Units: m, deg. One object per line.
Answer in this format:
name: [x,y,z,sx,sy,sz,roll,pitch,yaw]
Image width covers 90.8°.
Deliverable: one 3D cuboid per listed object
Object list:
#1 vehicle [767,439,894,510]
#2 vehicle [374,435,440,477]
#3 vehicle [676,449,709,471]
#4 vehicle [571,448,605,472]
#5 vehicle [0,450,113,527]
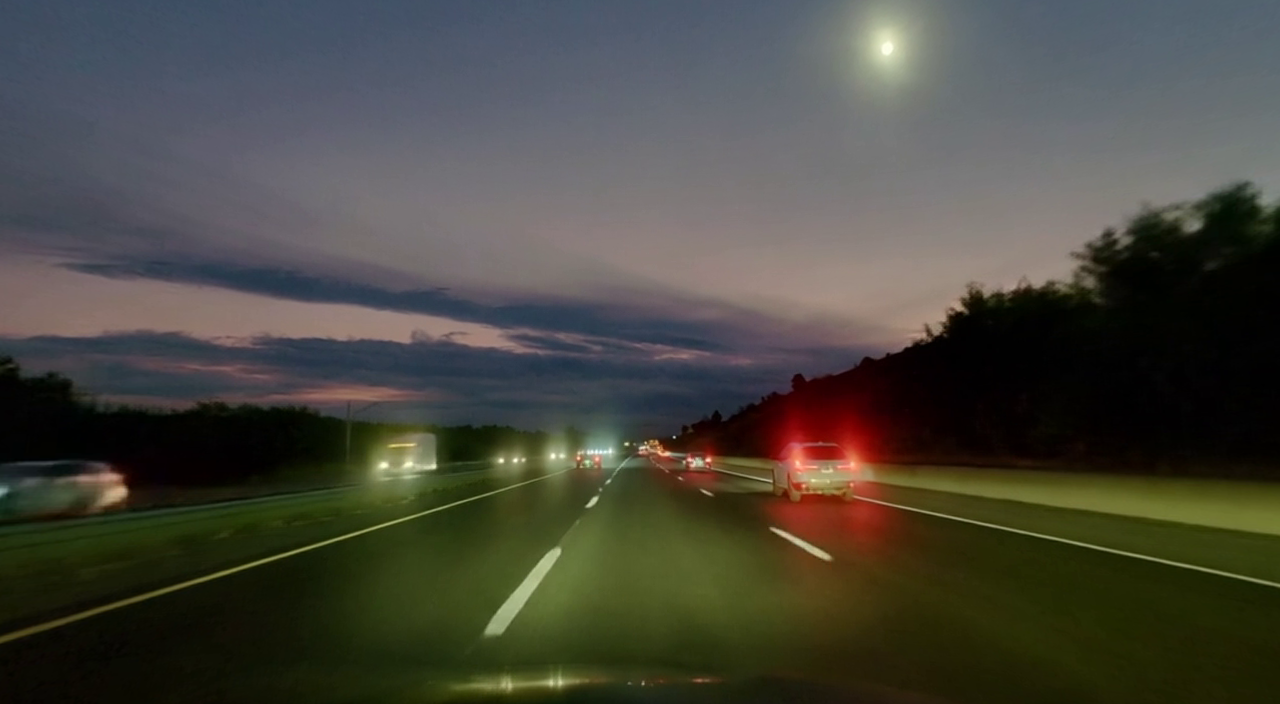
vehicle: [4.683,3.060,16.136,1.903,1.566,3.866,0,-9,-2]
vehicle: [-15.486,6.932,42.346,2.246,2.611,5.858,0,-9,-1]
vehicle: [3.586,7.459,43.762,1.846,1.480,3.694,0,-9,-2]
vehicle: [-3.446,7.252,42.411,2.021,1.507,4.272,0,-9,-1]
vehicle: [-14.958,3.053,14.242,2.034,1.647,4.778,0,-9,-1]
